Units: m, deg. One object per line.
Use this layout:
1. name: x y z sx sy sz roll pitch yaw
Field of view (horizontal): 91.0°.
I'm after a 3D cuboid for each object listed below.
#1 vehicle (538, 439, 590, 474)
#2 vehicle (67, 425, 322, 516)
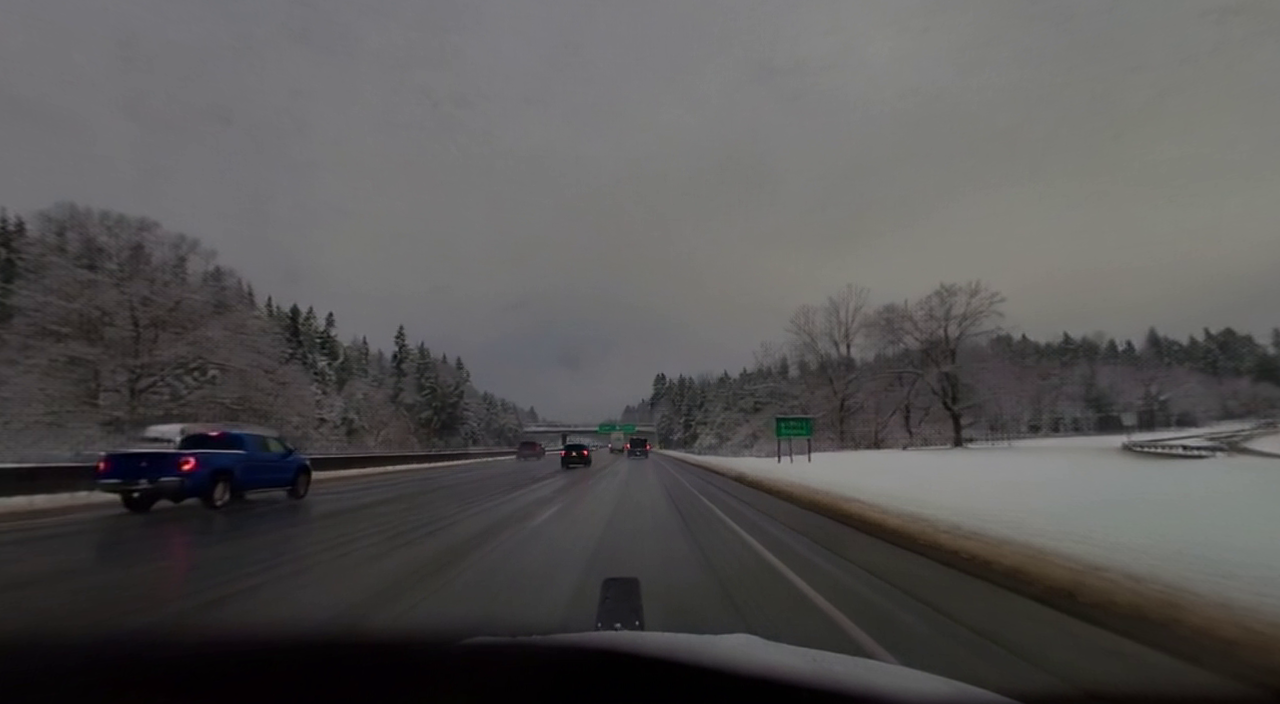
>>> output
1. vehicle: -3.922 5.499 33.212 2.094 1.695 4.260 0 -9 1
2. vehicle: -10.149 2.751 15.168 2.146 1.764 5.510 0 -9 -1
